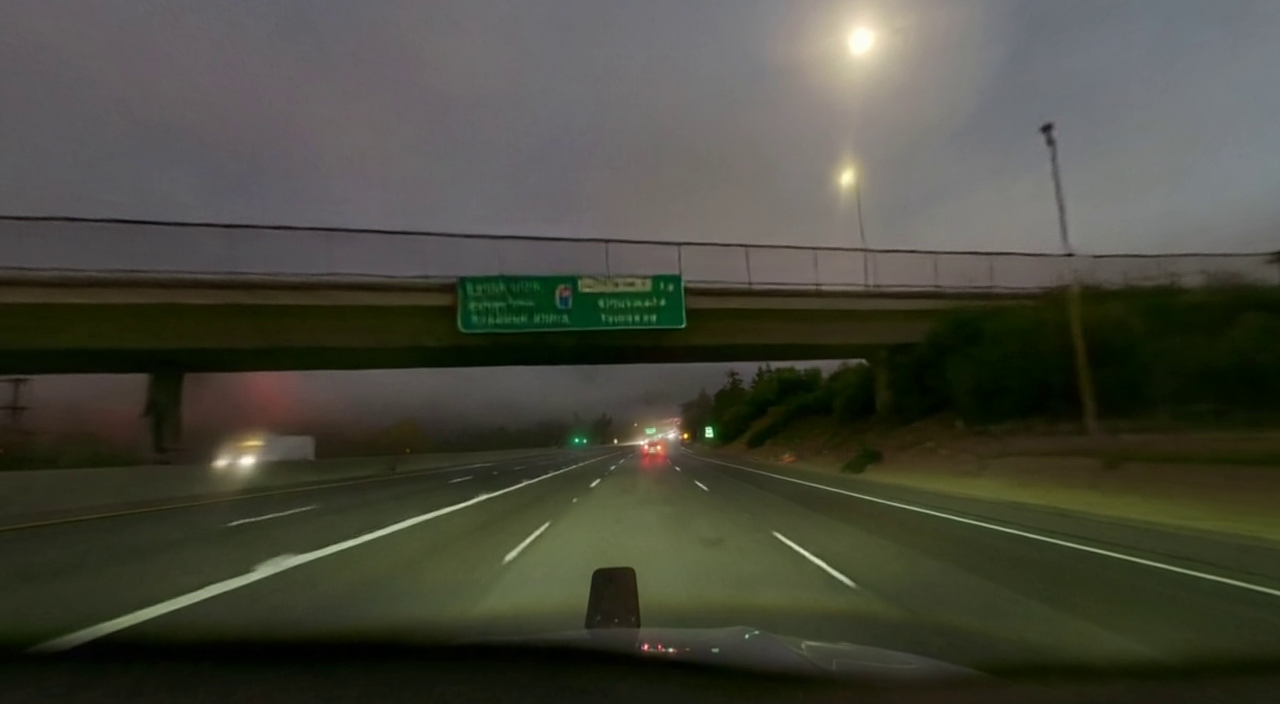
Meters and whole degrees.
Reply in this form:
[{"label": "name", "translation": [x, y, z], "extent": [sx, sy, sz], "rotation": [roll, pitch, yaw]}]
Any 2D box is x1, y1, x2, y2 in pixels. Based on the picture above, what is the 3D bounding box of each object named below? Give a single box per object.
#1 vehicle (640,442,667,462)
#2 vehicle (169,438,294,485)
[{"label": "vehicle", "translation": [1.015, 7.747, 49.075], "extent": [1.970, 1.477, 4.158], "rotation": [0, -8, 0]}, {"label": "vehicle", "translation": [-15.052, 4.020, 23.561], "extent": [1.806, 1.563, 3.887], "rotation": [-1, -8, 6]}]
